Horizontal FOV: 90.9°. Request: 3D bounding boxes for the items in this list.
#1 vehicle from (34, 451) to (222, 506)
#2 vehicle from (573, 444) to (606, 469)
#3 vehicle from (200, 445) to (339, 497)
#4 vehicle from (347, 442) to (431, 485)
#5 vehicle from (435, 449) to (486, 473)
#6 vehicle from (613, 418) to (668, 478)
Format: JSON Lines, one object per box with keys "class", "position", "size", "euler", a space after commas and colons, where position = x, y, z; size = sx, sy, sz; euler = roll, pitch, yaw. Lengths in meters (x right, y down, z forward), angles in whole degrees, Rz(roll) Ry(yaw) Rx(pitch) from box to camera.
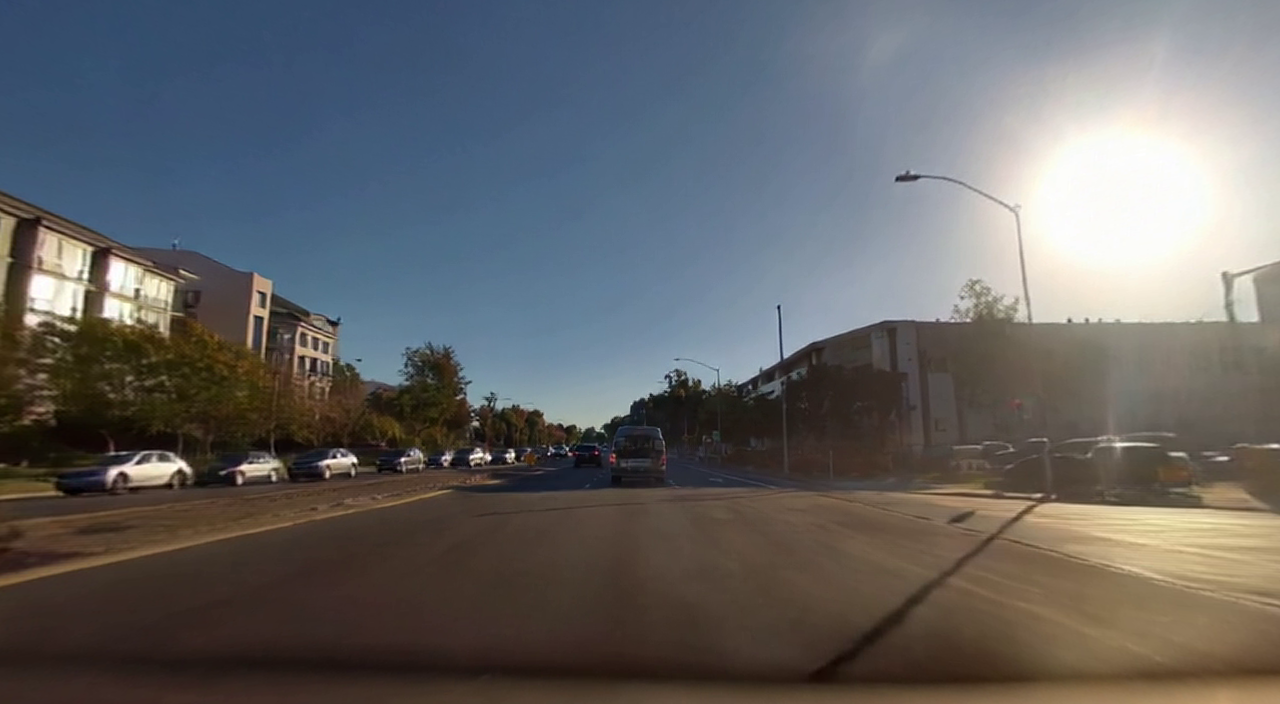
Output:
{"class": "vehicle", "position": [-16.326, 4.021, 20.549], "size": [2.022, 1.442, 4.853], "euler": [-4, -9, 1]}
{"class": "vehicle", "position": [-3.876, 8.195, 49.538], "size": [2.184, 1.830, 4.890], "euler": [0, -8, 0]}
{"class": "vehicle", "position": [-12.959, 4.160, 22.499], "size": [1.960, 1.627, 4.784], "euler": [0, -8, 1]}
{"class": "vehicle", "position": [-12.454, 5.512, 31.612], "size": [2.068, 1.747, 5.040], "euler": [-4, -7, 1]}
{"class": "vehicle", "position": [-11.968, 7.263, 42.337], "size": [1.935, 1.467, 4.451], "euler": [0, -8, 2]}
{"class": "vehicle", "position": [-0.128, 5.791, 38.176], "size": [2.843, 3.120, 10.422], "euler": [0, -8, -2]}
